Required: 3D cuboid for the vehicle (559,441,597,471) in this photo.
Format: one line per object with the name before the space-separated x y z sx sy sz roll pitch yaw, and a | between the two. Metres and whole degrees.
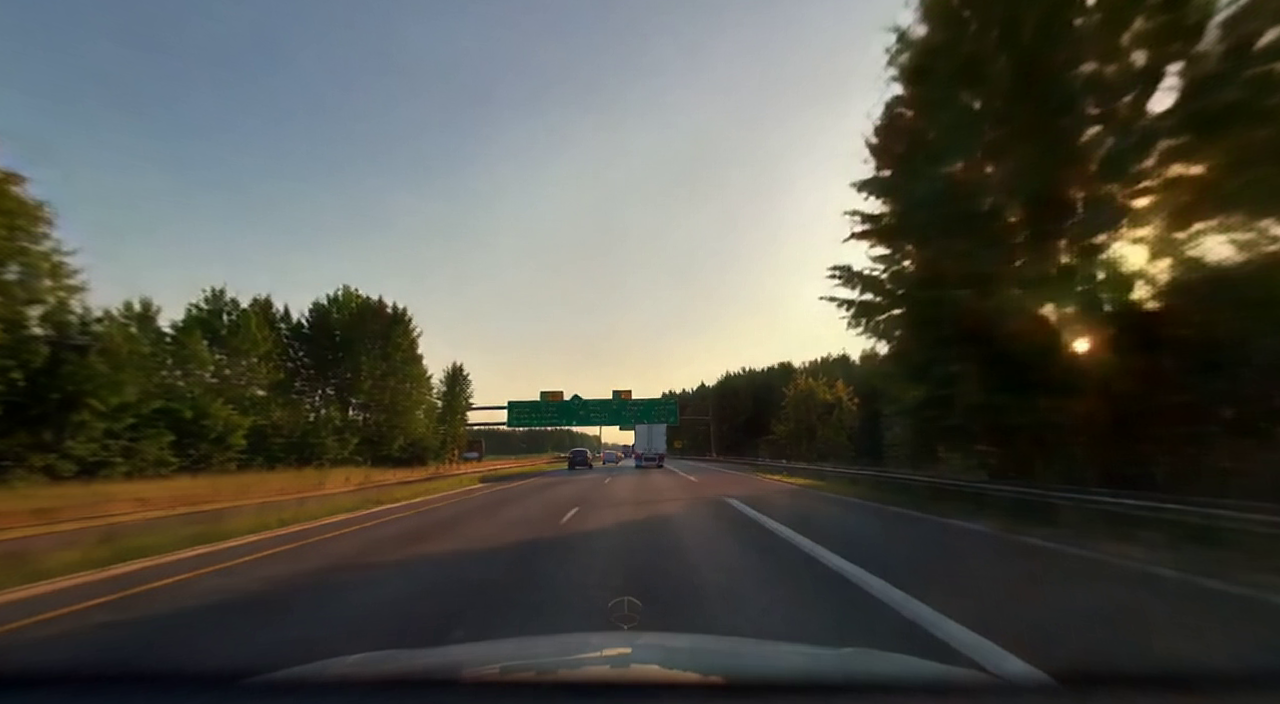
vehicle | -4.255 7.219 43.994 2.168 1.980 4.622 0 -9 0
